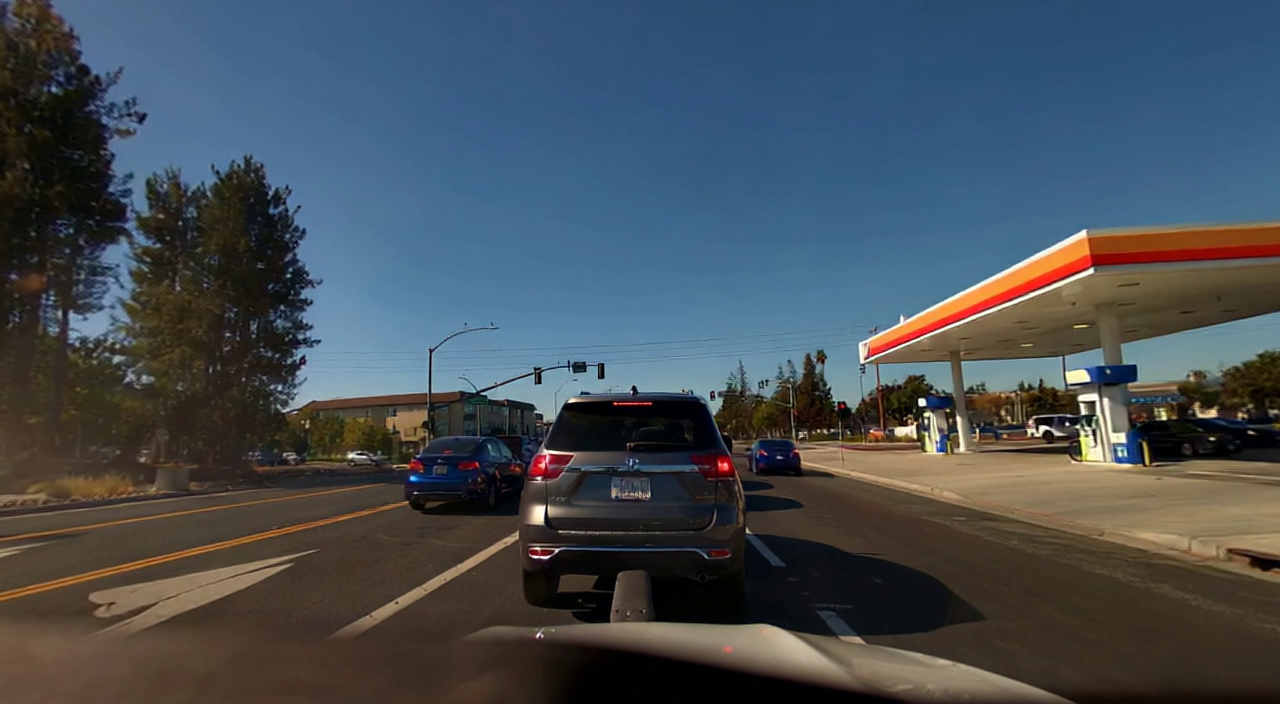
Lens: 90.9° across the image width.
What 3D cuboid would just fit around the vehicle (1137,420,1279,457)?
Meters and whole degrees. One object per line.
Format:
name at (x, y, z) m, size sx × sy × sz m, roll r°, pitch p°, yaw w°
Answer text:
vehicle at (25.956, 3.964, 28.781) m, size 4.551 × 1.616 × 1.973 m, roll -2°, pitch -9°, yaw 11°

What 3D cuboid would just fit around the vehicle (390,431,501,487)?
vehicle at (-6.640, 3.716, 22.175) m, size 2.065 × 1.753 × 4.525 m, roll -1°, pitch -9°, yaw 6°

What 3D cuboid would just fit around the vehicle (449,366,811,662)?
vehicle at (0.017, 1.320, 6.142) m, size 2.236 × 1.819 × 4.291 m, roll 0°, pitch -9°, yaw 2°
